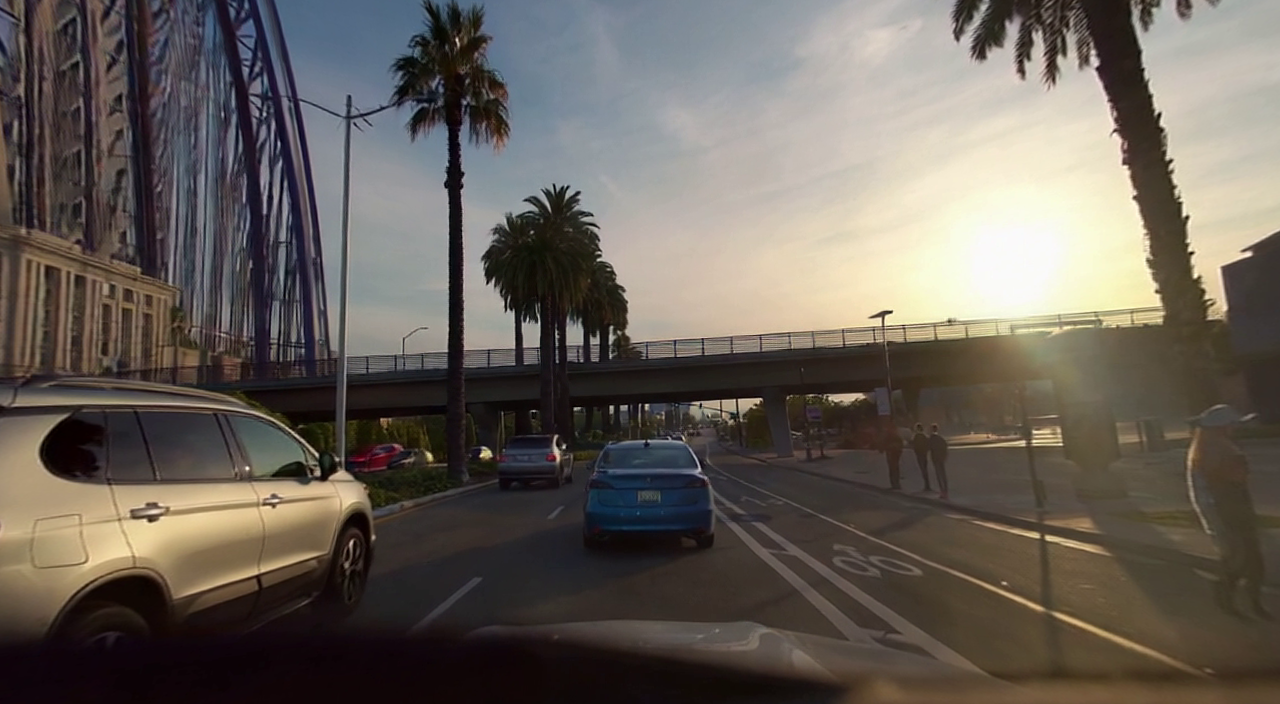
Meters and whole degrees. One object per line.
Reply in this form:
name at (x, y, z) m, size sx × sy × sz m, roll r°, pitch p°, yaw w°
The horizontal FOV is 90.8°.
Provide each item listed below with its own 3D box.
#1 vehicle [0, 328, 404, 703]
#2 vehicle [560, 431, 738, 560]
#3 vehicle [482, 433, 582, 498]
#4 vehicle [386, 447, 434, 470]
vehicle at (-3.228, 0.989, 3.520) m, size 2.014 × 1.740 × 4.359 m, roll 0°, pitch -9°, yaw 2°
vehicle at (0.075, 1.966, 9.392) m, size 2.036 × 1.461 × 4.129 m, roll 0°, pitch -9°, yaw -1°
vehicle at (-2.922, 3.179, 18.086) m, size 1.955 × 1.637 × 4.032 m, roll -1°, pitch -9°, yaw 3°
vehicle at (-18.008, 8.331, 49.613) m, size 2.025 × 1.724 × 4.215 m, roll 0°, pitch -9°, yaw 2°
